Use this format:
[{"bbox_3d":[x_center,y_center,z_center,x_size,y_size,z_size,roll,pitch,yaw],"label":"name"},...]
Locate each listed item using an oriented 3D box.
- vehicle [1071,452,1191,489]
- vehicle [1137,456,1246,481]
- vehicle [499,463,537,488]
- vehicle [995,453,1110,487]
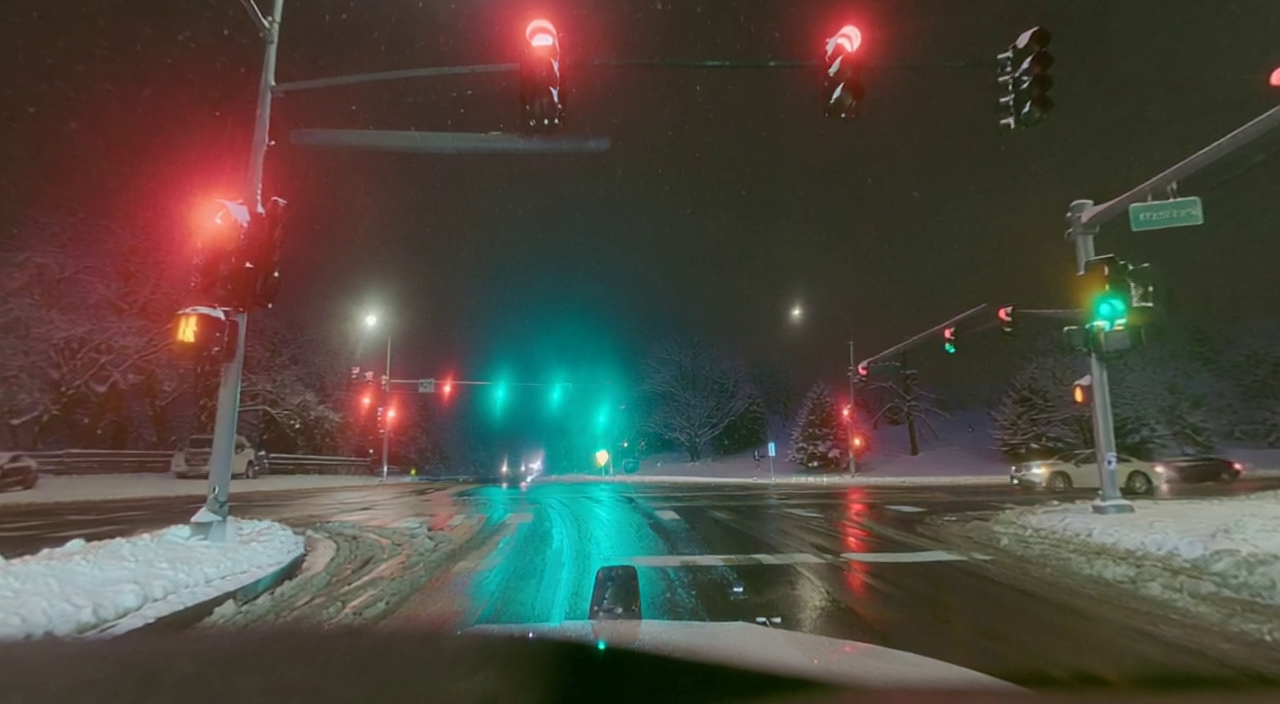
[{"bbox_3d":[22.672,5.465,29.189,3.998,1.590,1.936,1,-11,-6],"label":"vehicle"},{"bbox_3d":[33.505,7.104,38.410,4.555,1.474,1.914,-1,-11,8],"label":"vehicle"},{"bbox_3d":[-9.033,9.201,46.941,2.045,1.608,3.709,0,-8,1],"label":"vehicle"},{"bbox_3d":[21.171,6.112,32.466,4.455,1.647,2.124,1,-12,-6],"label":"vehicle"}]
